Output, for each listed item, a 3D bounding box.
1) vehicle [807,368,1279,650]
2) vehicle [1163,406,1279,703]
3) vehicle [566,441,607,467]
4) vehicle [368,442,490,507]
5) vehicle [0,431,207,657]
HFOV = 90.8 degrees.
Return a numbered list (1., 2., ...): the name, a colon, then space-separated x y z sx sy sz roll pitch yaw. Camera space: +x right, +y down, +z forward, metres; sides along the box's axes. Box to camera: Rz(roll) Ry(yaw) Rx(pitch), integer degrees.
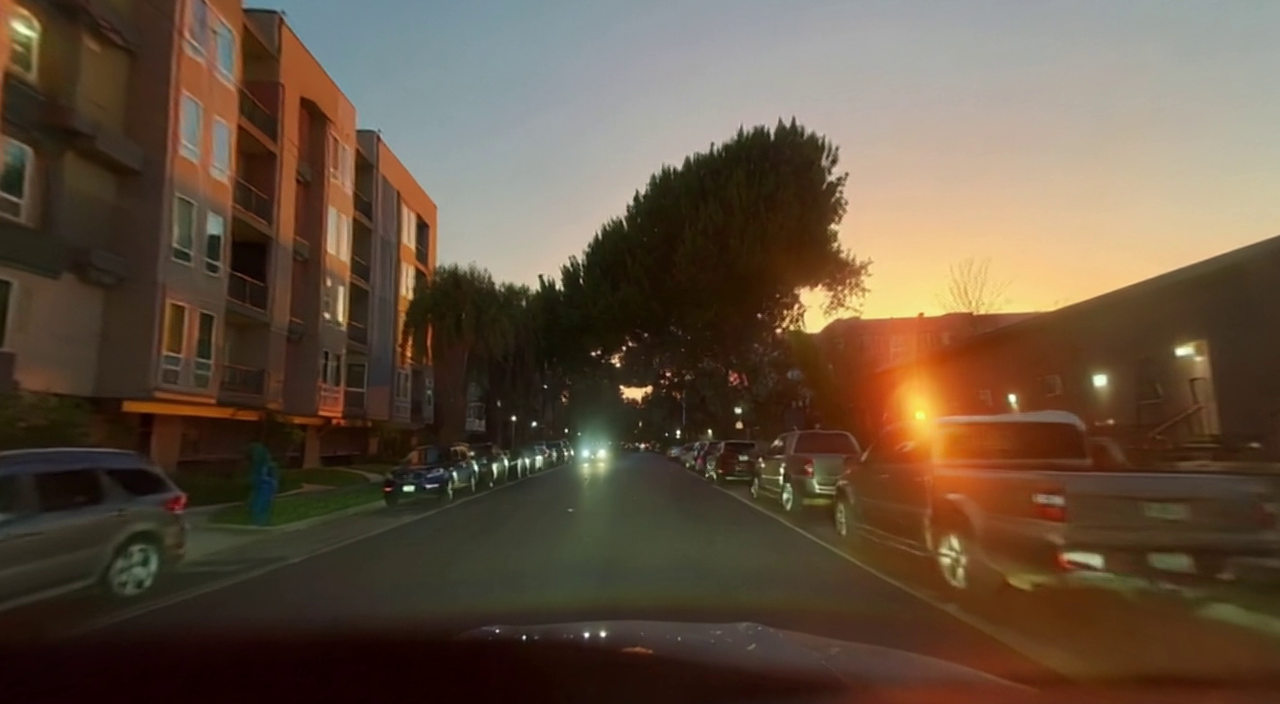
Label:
1. vehicle: 3.391 1.367 6.630 1.835 1.809 4.997 0 -8 -1
2. vehicle: 3.707 0.748 1.018 1.740 1.527 4.602 0 -8 -1
3. vehicle: -3.191 6.210 38.573 1.939 1.504 4.121 -1 -8 3
4. vehicle: -5.450 3.178 16.951 1.647 1.481 4.433 0 -8 1
5. vehicle: -5.117 1.323 4.458 1.628 1.504 3.500 0 -8 0
